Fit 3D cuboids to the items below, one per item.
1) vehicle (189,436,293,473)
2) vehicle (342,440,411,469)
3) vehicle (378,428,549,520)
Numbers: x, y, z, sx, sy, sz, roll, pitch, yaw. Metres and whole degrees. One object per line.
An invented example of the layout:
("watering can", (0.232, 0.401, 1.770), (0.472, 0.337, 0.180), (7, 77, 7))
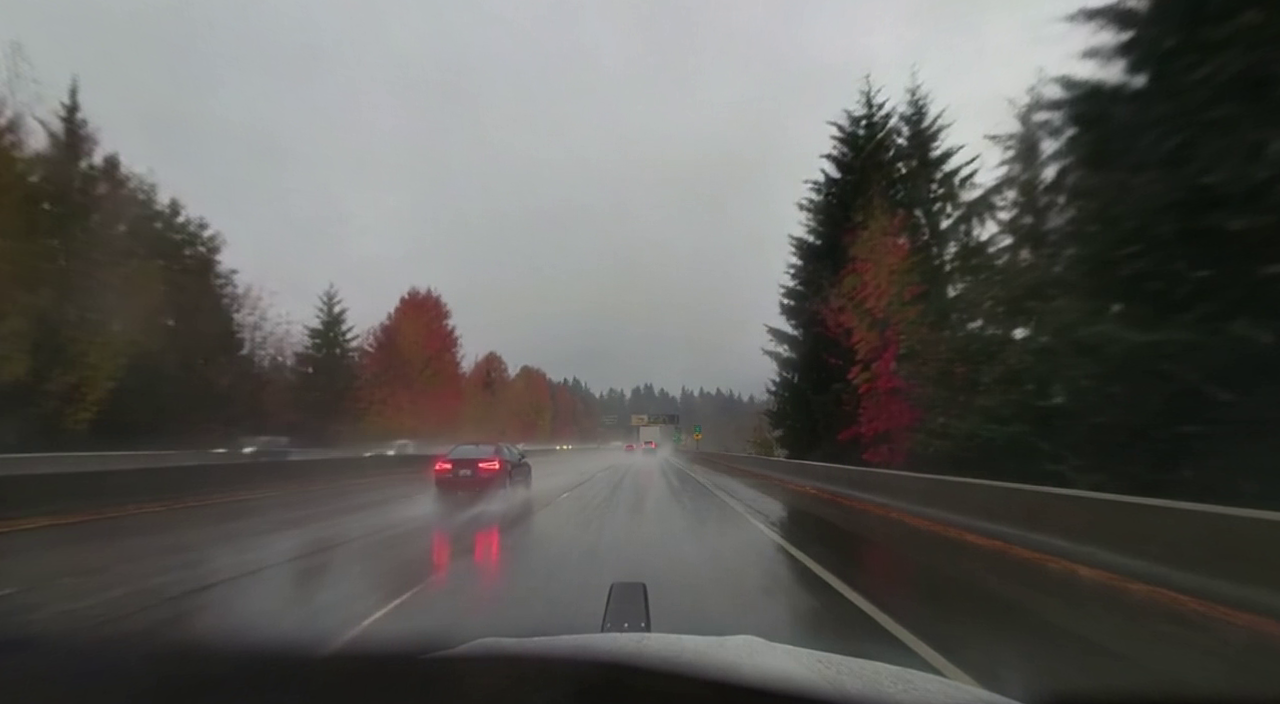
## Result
("vehicle", (-19.798, 5.077, 31.526), (2.081, 1.688, 4.717), (0, -8, 0))
("vehicle", (-15.503, 6.049, 37.322), (1.976, 1.592, 4.573), (0, -8, 2))
("vehicle", (-3.423, 2.468, 13.379), (2.061, 1.572, 4.814), (0, -8, 3))
